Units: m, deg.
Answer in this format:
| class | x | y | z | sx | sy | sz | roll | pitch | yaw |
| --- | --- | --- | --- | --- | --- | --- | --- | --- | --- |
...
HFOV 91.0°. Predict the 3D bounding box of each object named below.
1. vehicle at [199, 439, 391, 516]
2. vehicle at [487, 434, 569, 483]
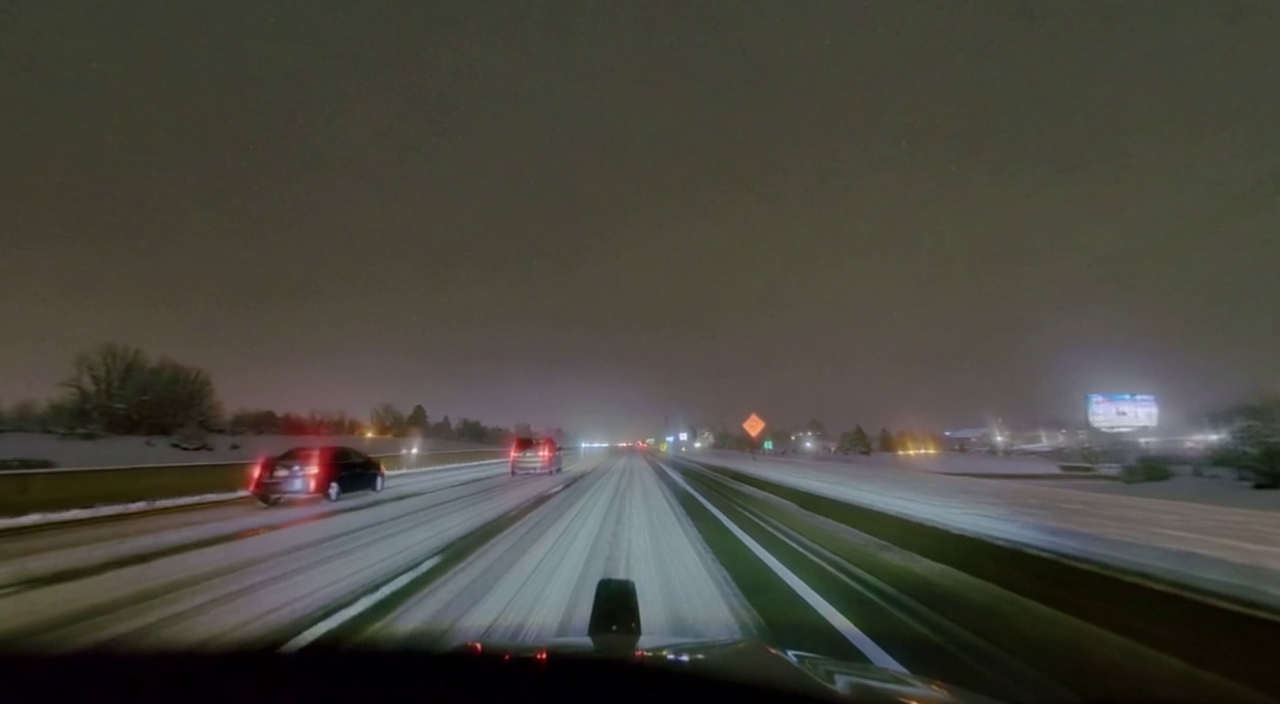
| class | x | y | z | sx | sy | sz | roll | pitch | yaw |
| --- | --- | --- | --- | --- | --- | --- | --- | --- | --- |
| vehicle | -7.925 | 2.872 | 15.141 | 1.924 | 1.519 | 4.791 | 0 | -8 | 0 |
| vehicle | -4.155 | 4.015 | 24.232 | 2.200 | 1.662 | 5.091 | 0 | -8 | 0 |
